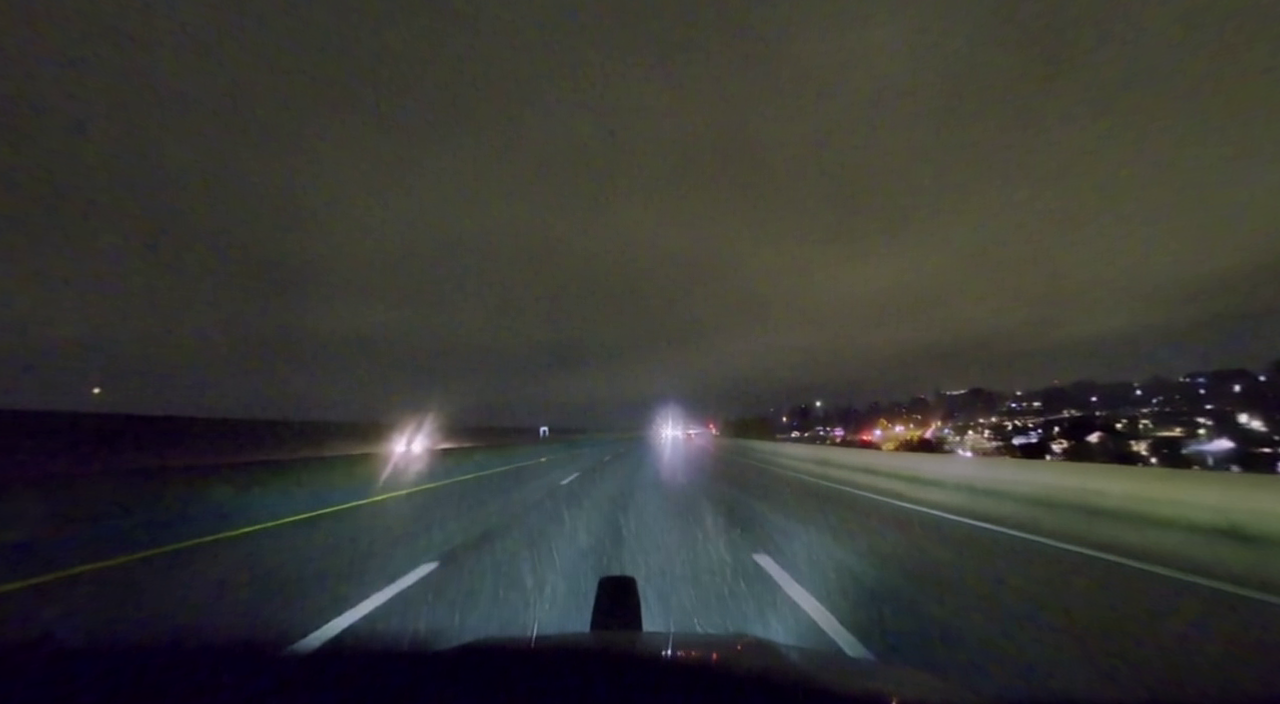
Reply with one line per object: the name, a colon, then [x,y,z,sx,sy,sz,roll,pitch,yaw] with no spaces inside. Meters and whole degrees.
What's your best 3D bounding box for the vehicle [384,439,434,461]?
vehicle: [-17.623,7.455,48.316,2.141,1.521,4.825,1,-7,-2]
